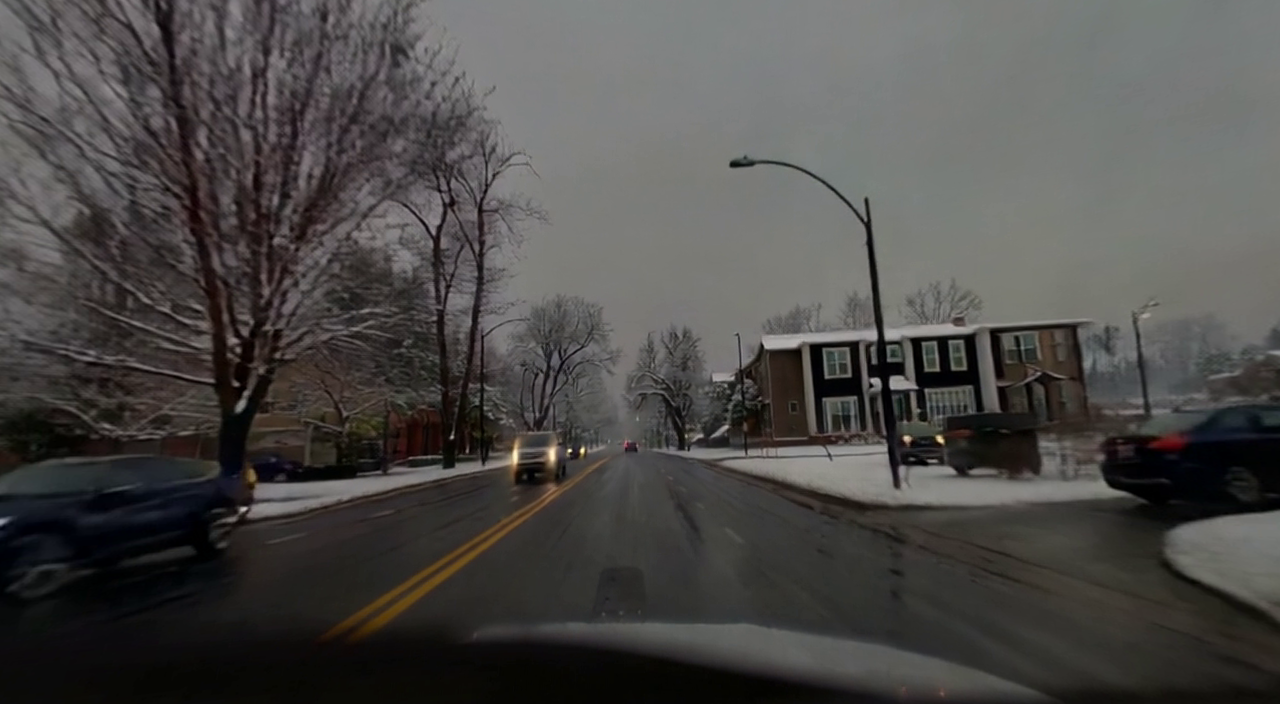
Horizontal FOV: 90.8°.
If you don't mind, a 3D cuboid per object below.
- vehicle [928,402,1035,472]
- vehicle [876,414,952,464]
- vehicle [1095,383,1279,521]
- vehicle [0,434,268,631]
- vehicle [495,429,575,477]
[{"bbox_3d":[9.452,2.455,17.925,2.051,1.687,4.858,-4,-9,22],"label":"vehicle"},{"bbox_3d":[11.731,3.815,27.430,2.028,1.935,5.021,-2,-9,13],"label":"vehicle"},{"bbox_3d":[9.285,1.252,8.595,4.385,1.612,2.070,-4,-9,5],"label":"vehicle"},{"bbox_3d":[-5.879,1.561,6.180,1.968,1.483,4.279,0,-8,-2],"label":"vehicle"},{"bbox_3d":[-4.054,4.015,25.284,2.356,1.702,4.700,0,-9,0],"label":"vehicle"}]
